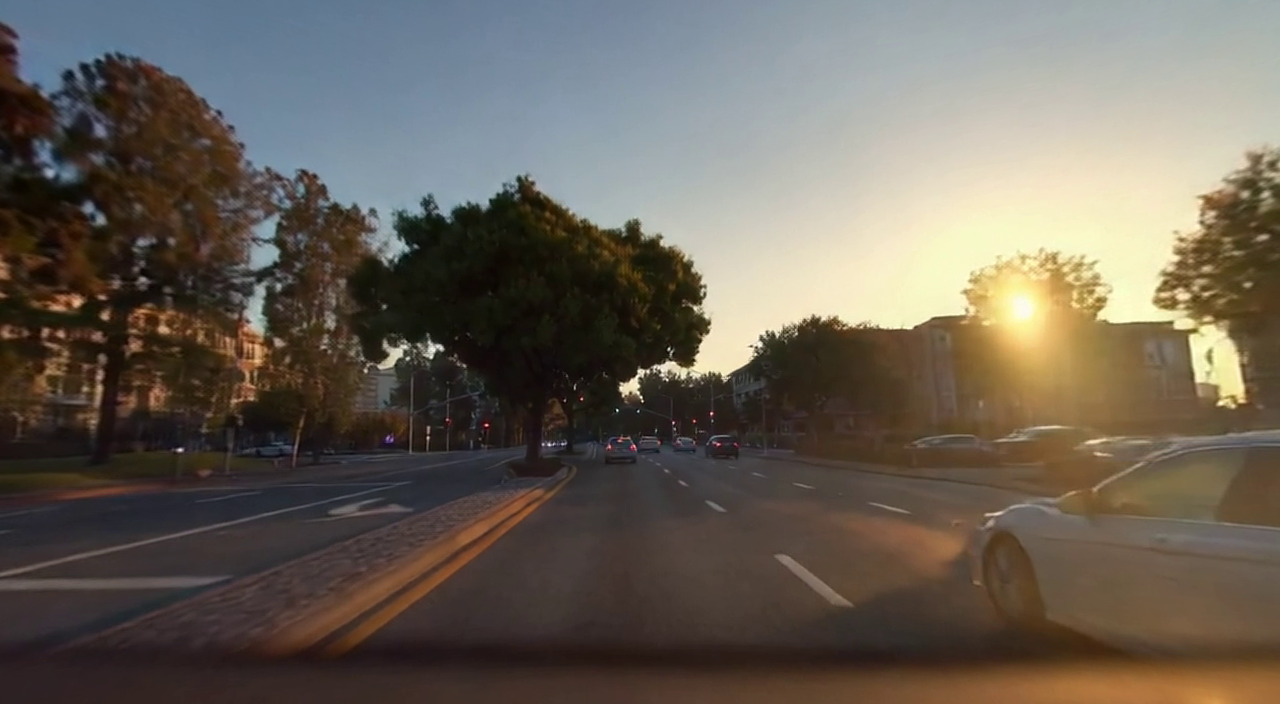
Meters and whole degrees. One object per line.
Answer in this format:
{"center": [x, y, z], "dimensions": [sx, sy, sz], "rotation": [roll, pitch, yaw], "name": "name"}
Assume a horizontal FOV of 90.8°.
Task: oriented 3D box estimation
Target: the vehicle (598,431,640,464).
{"center": [-1.181, 5.063, 33.780], "dimensions": [2.101, 1.641, 4.341], "rotation": [0, -8, -4], "name": "vehicle"}

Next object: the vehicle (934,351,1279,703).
{"center": [3.461, 0.887, 2.901], "dimensions": [1.893, 1.664, 4.670], "rotation": [0, -8, -1], "name": "vehicle"}

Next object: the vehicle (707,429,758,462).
{"center": [5.702, 5.836, 39.605], "dimensions": [2.052, 1.886, 5.297], "rotation": [0, -8, -4], "name": "vehicle"}
